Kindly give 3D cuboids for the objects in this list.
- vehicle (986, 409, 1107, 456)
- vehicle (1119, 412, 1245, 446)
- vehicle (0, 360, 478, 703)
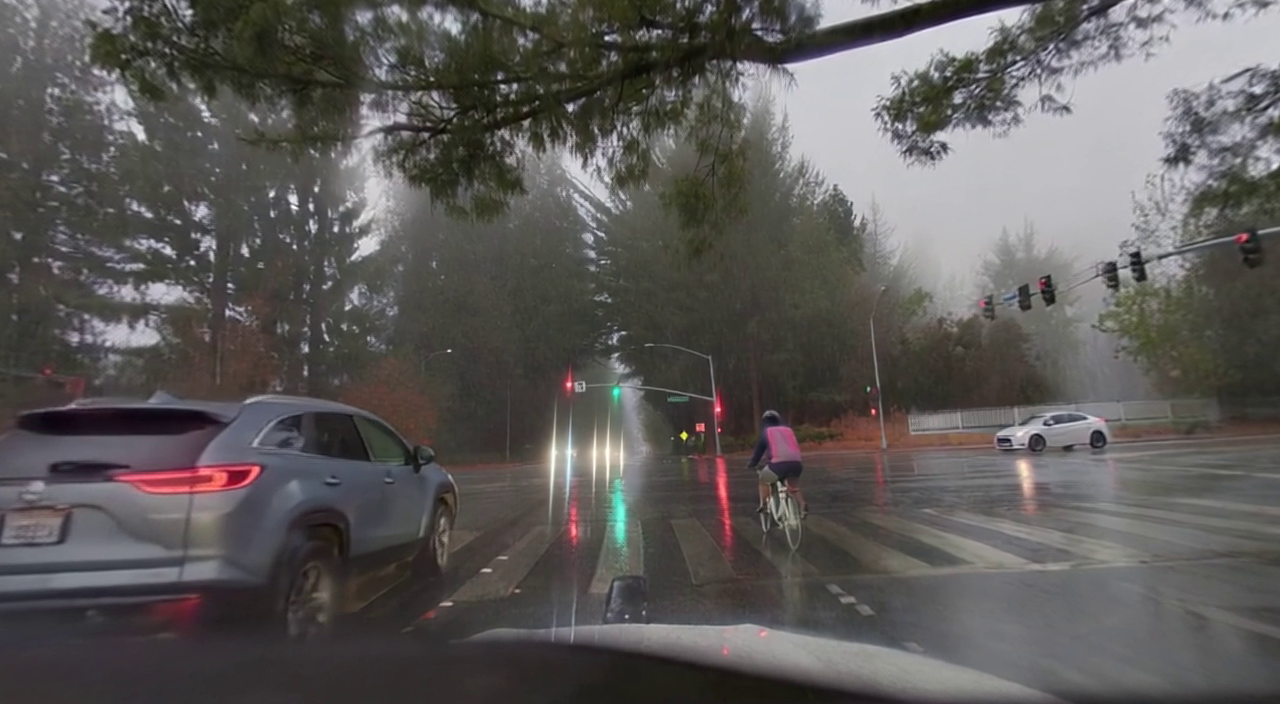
[{"bbox_3d":[18.574,3.704,28.922,4.237,1.948,1.997,0,-9,-9],"label":"vehicle"},{"bbox_3d":[25.739,3.688,30.003,4.716,1.507,1.904,2,-8,-11],"label":"vehicle"},{"bbox_3d":[-3.000,1.239,5.218,2.049,1.756,4.602,0,-8,0],"label":"vehicle"}]
